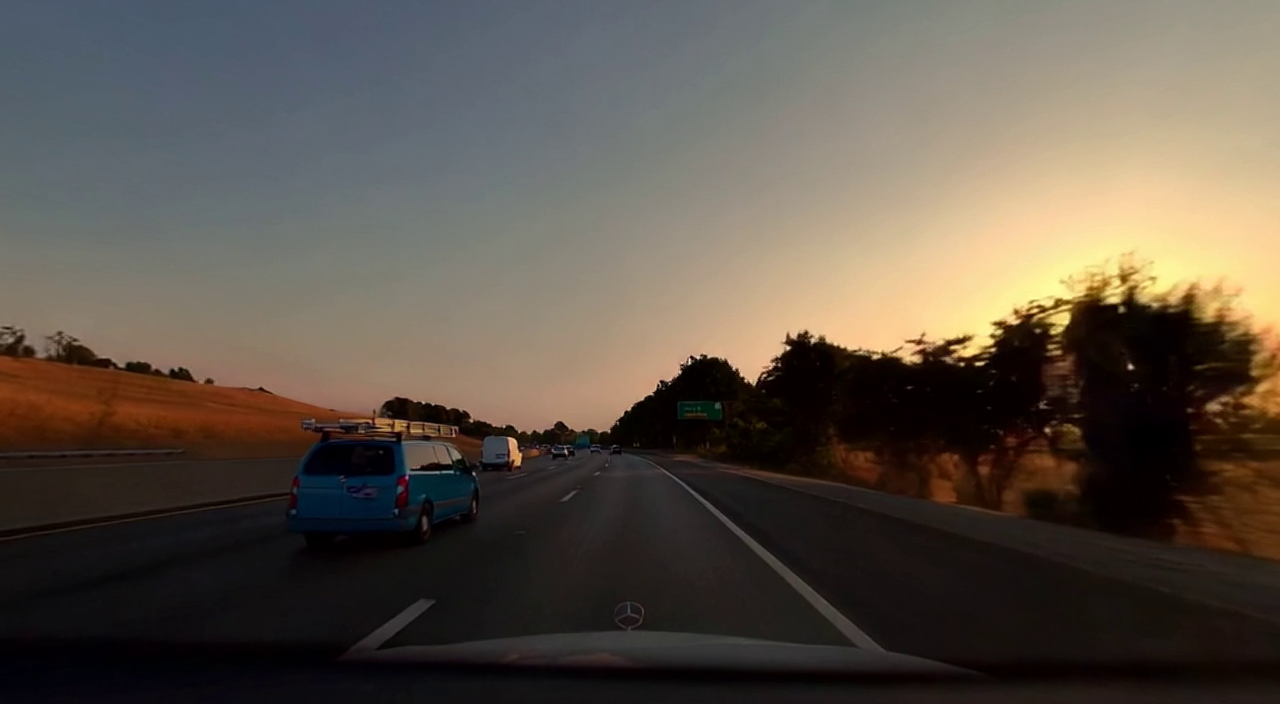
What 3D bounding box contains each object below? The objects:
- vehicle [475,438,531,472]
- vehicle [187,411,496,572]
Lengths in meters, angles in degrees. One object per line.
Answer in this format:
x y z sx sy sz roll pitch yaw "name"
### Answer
-7.562 5.746 35.250 2.093 1.752 4.771 0 -9 0 "vehicle"
-3.701 1.834 9.118 2.040 1.679 4.865 0 -9 0 "vehicle"
